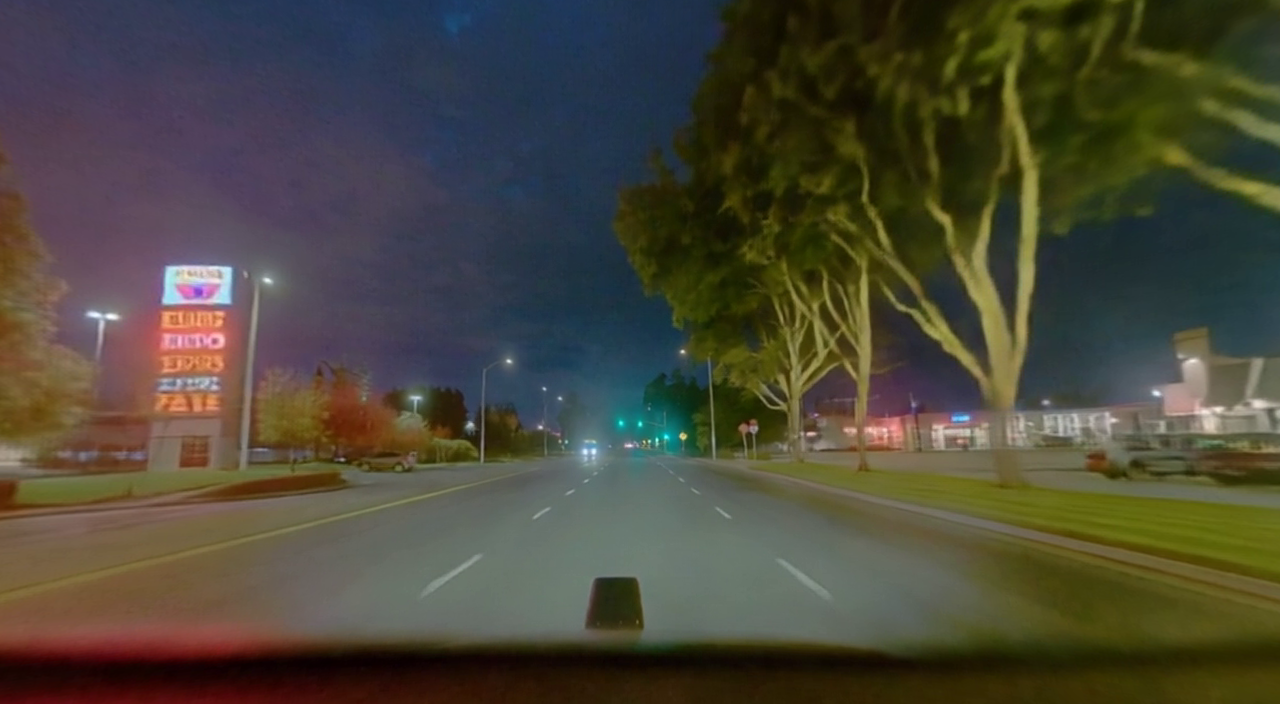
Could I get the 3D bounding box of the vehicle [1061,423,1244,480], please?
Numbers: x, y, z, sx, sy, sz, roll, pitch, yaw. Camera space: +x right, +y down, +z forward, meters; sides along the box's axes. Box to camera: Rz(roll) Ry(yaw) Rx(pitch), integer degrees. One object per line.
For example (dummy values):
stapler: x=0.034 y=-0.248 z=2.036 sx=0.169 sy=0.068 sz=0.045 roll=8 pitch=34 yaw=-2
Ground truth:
vehicle: x=16.059 y=3.125 z=19.965 sx=4.035 sy=1.704 sz=1.950 roll=0 pitch=-8 yaw=-1

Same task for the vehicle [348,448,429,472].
vehicle: x=-17.192 y=7.380 z=43.398 sx=4.658 sy=1.544 sz=2.056 roll=0 pitch=-8 yaw=2
